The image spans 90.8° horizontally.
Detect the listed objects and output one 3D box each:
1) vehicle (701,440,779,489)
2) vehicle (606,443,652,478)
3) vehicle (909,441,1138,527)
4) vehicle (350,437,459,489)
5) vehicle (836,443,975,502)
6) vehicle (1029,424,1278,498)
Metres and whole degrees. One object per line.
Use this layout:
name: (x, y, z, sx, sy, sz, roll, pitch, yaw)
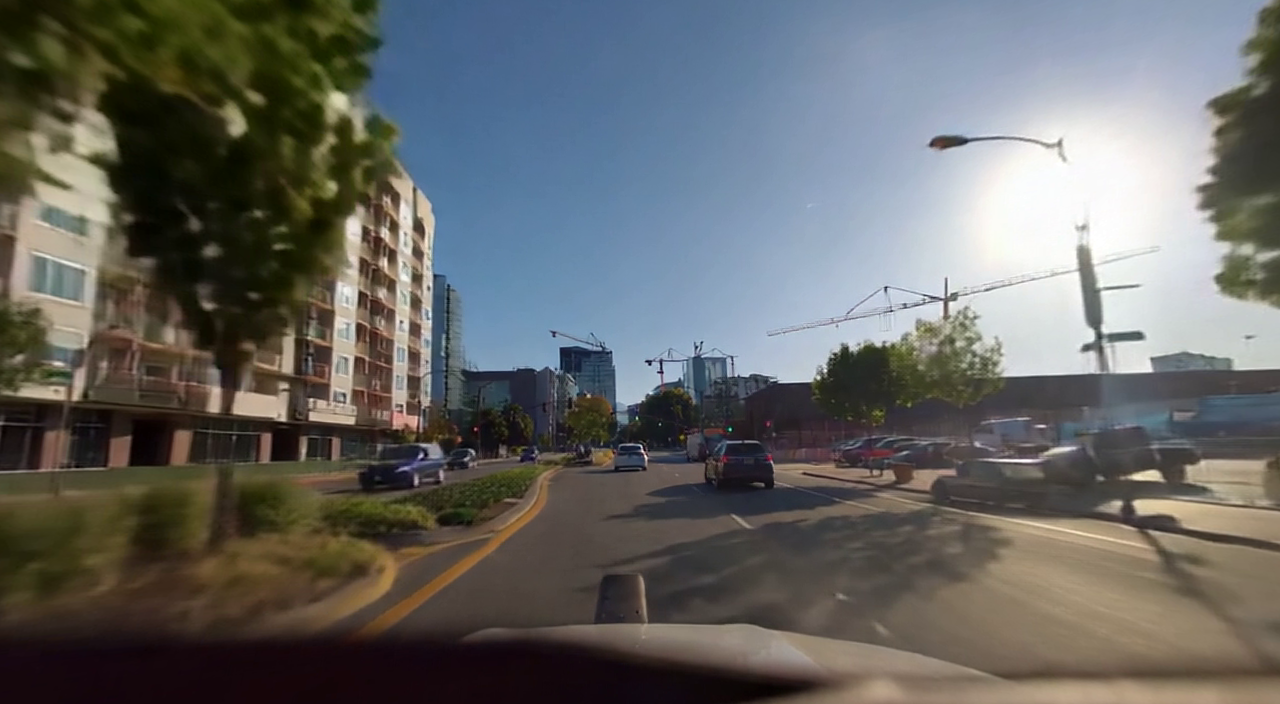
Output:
vehicle: (3.275, 3.781, 21.527, 1.910, 1.474, 4.003, 0, -9, -1)
vehicle: (-0.481, 4.952, 29.146, 2.006, 1.487, 3.535, 0, -9, 0)
vehicle: (7.570, 2.622, 13.180, 1.883, 1.452, 4.598, 0, -9, 0)
vehicle: (-8.062, 3.843, 22.172, 2.072, 1.623, 4.564, 0, -9, 0)
vehicle: (7.407, 3.385, 18.212, 1.893, 1.455, 4.571, 0, -9, -2)
vehicle: (13.067, 2.801, 16.353, 4.622, 1.761, 1.986, 0, -9, 1)
